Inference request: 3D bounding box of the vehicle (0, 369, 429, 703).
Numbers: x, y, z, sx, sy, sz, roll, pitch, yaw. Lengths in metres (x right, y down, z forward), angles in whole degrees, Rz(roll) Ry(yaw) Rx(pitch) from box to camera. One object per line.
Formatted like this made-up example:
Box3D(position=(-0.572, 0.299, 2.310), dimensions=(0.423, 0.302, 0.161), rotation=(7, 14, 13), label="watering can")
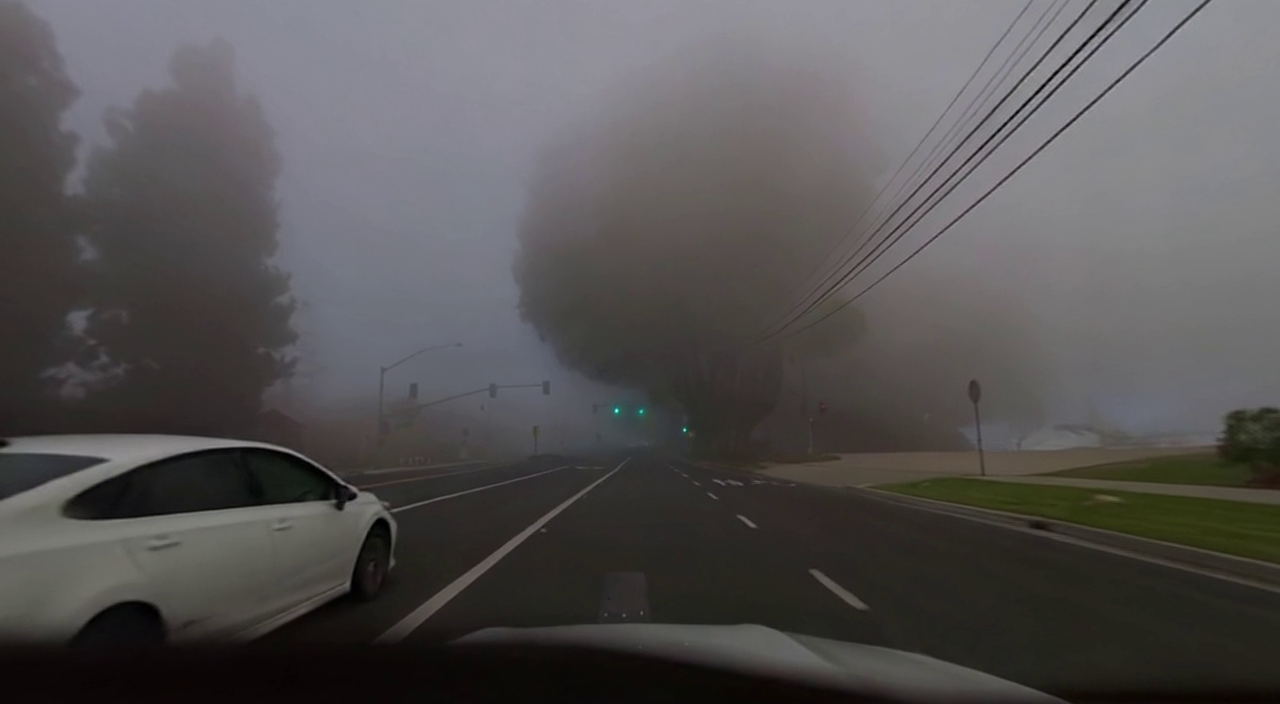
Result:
Box3D(position=(-3.266, 1.087, 3.796), dimensions=(2.139, 1.564, 4.901), rotation=(0, -9, 2), label="vehicle")
